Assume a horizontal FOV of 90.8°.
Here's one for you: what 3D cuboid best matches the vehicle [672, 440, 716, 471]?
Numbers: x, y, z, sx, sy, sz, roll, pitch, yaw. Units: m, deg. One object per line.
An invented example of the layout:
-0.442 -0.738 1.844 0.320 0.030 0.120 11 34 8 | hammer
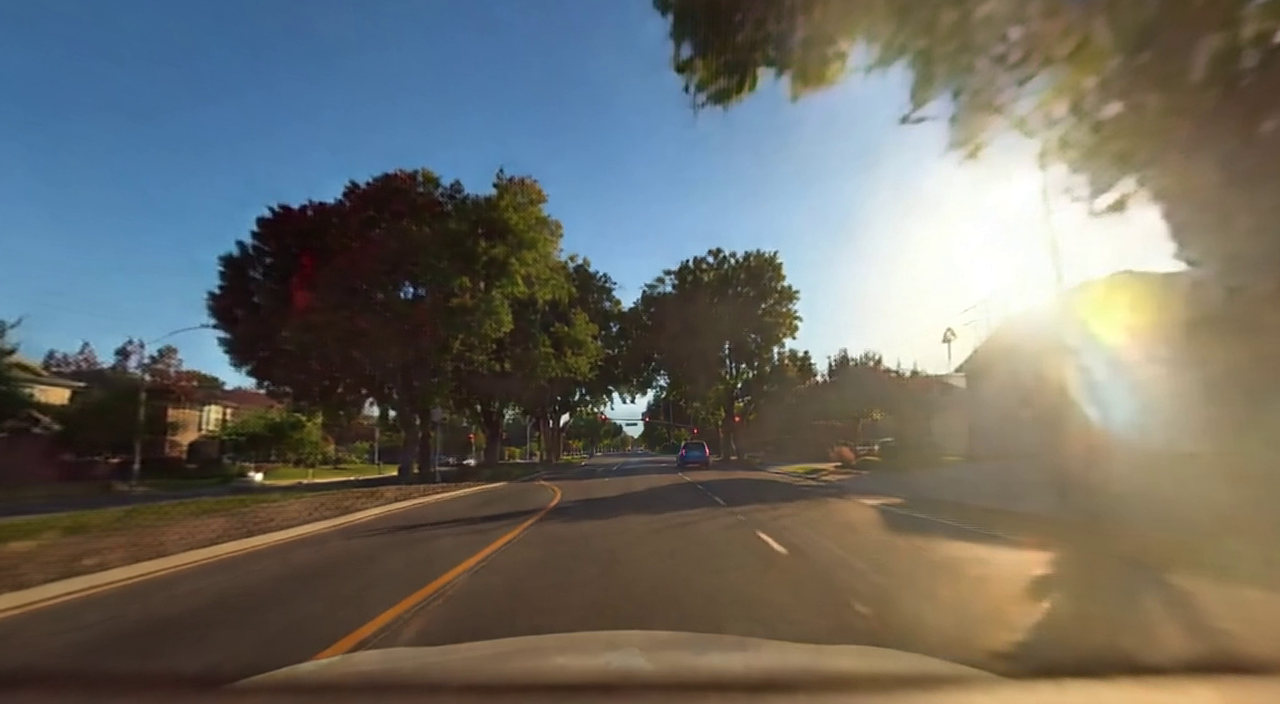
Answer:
3.392 6.607 40.568 2.229 1.795 4.927 0 -9 -2 | vehicle
